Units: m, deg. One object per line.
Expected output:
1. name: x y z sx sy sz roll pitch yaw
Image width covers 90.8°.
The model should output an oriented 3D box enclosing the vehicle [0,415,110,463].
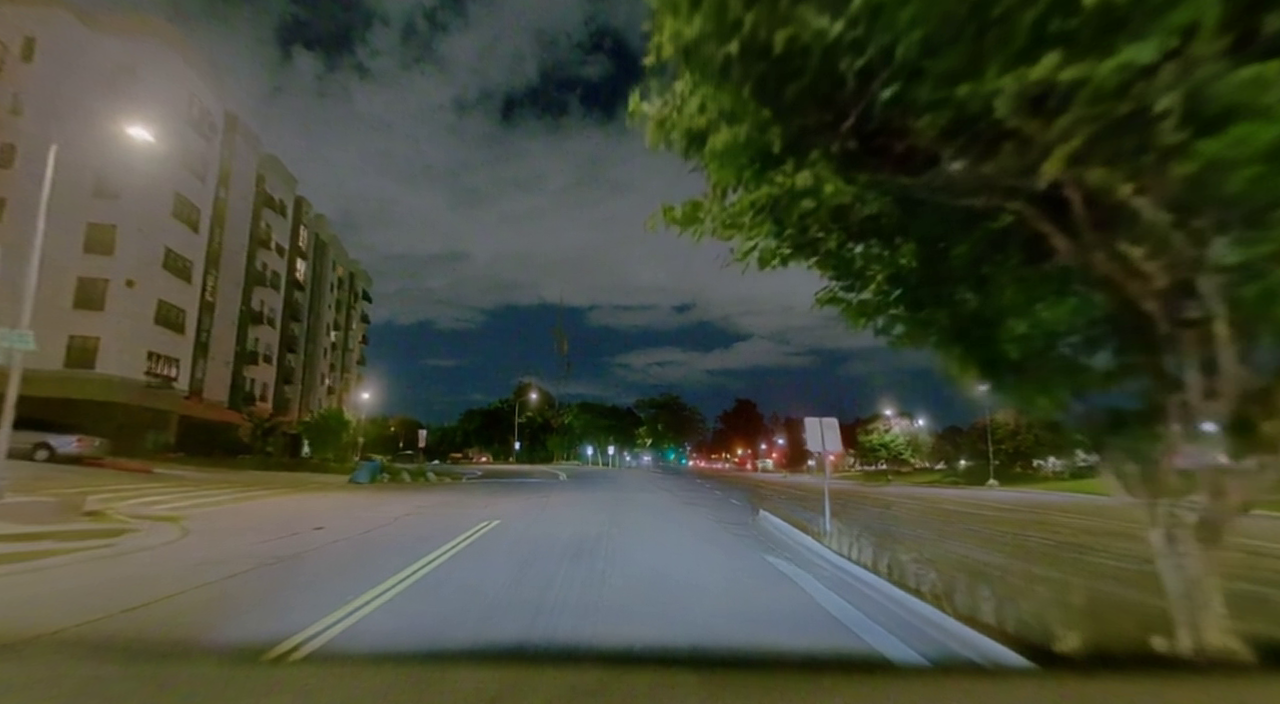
1. vehicle: -19.716 2.748 19.920 4.322 1.436 1.827 0 -8 0

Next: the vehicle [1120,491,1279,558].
1. vehicle: 21.077 6.268 23.500 2.322 1.818 4.871 1 -8 -5
